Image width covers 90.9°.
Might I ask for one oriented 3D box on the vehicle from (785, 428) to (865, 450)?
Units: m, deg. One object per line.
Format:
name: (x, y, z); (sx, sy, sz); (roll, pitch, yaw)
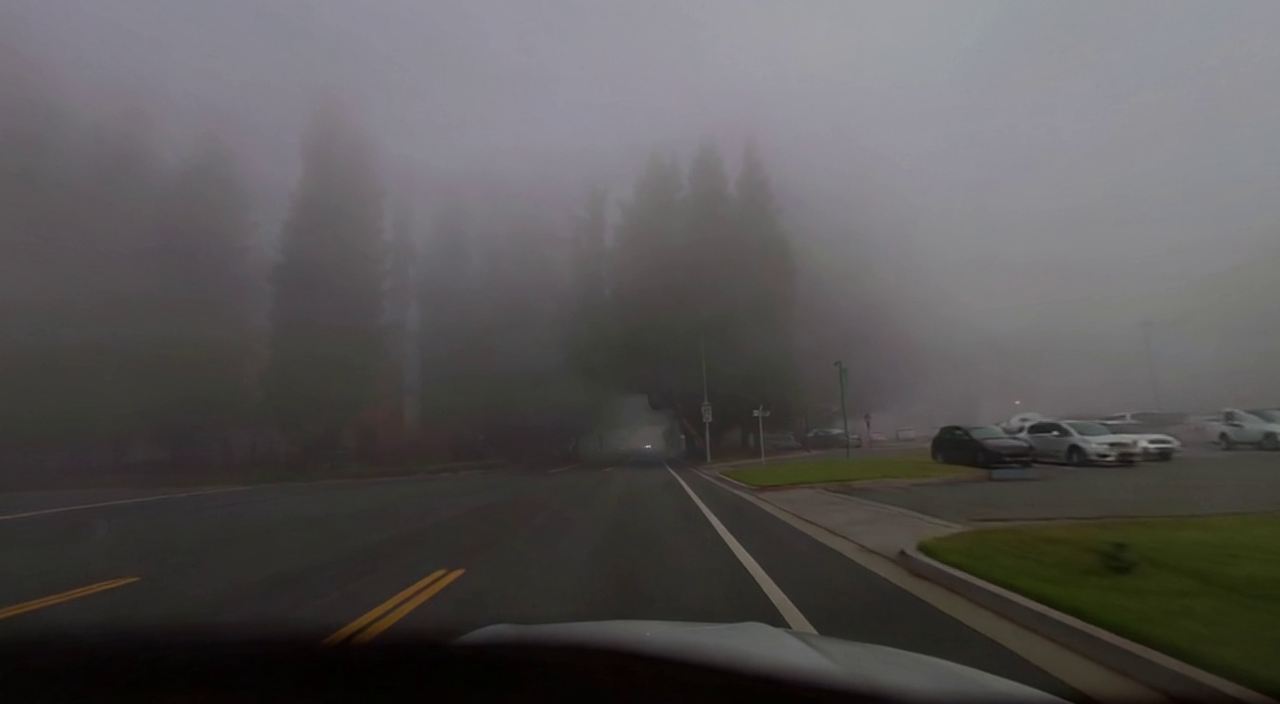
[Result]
vehicle: (12.723, 6.012, 43.602); (4.955, 1.489, 2.002); (0, -8, 2)

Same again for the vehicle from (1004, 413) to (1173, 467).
vehicle: (13.723, 2.762, 19.713); (1.927, 1.464, 4.644); (0, -8, 1)

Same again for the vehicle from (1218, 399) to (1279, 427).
vehicle: (40.601, 3.972, 40.744); (1.932, 1.631, 4.750); (0, -8, 0)
